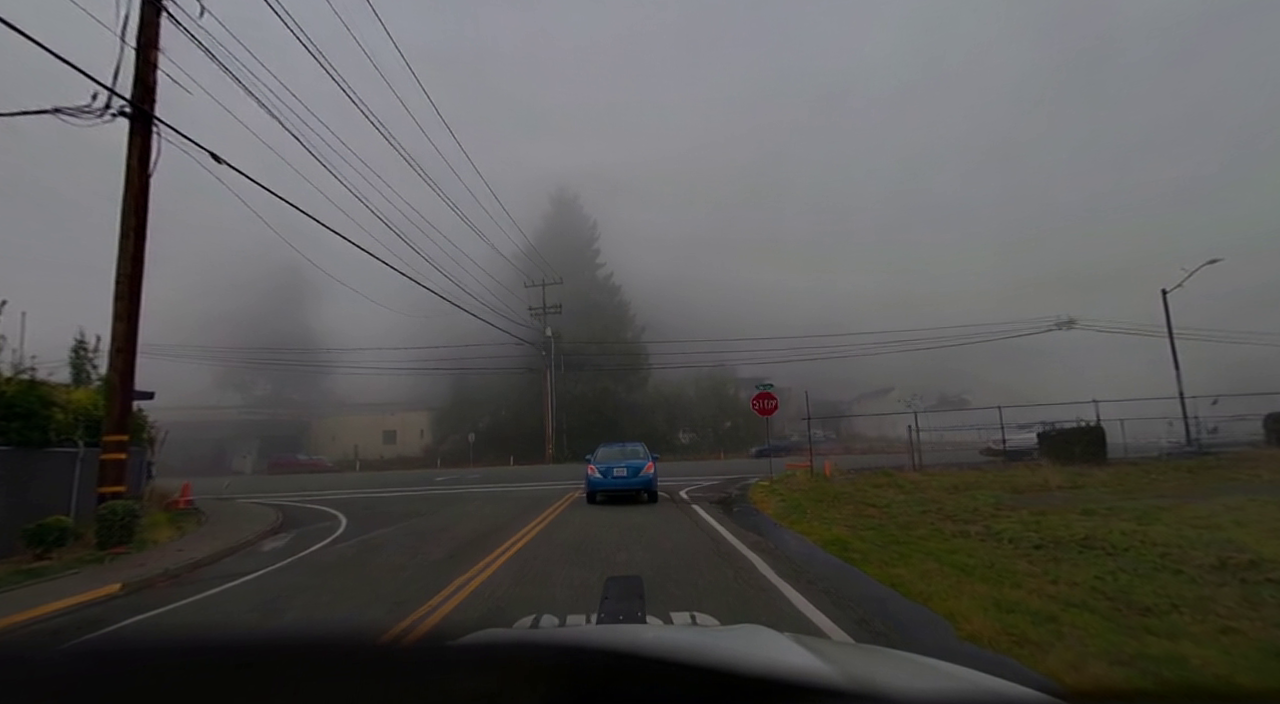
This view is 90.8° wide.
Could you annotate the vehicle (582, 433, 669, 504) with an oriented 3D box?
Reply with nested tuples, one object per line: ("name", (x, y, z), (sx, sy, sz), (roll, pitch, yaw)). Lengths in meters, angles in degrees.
("vehicle", (-0.476, 3.150, 17.572), (2.137, 1.698, 4.166), (0, -8, -3))
